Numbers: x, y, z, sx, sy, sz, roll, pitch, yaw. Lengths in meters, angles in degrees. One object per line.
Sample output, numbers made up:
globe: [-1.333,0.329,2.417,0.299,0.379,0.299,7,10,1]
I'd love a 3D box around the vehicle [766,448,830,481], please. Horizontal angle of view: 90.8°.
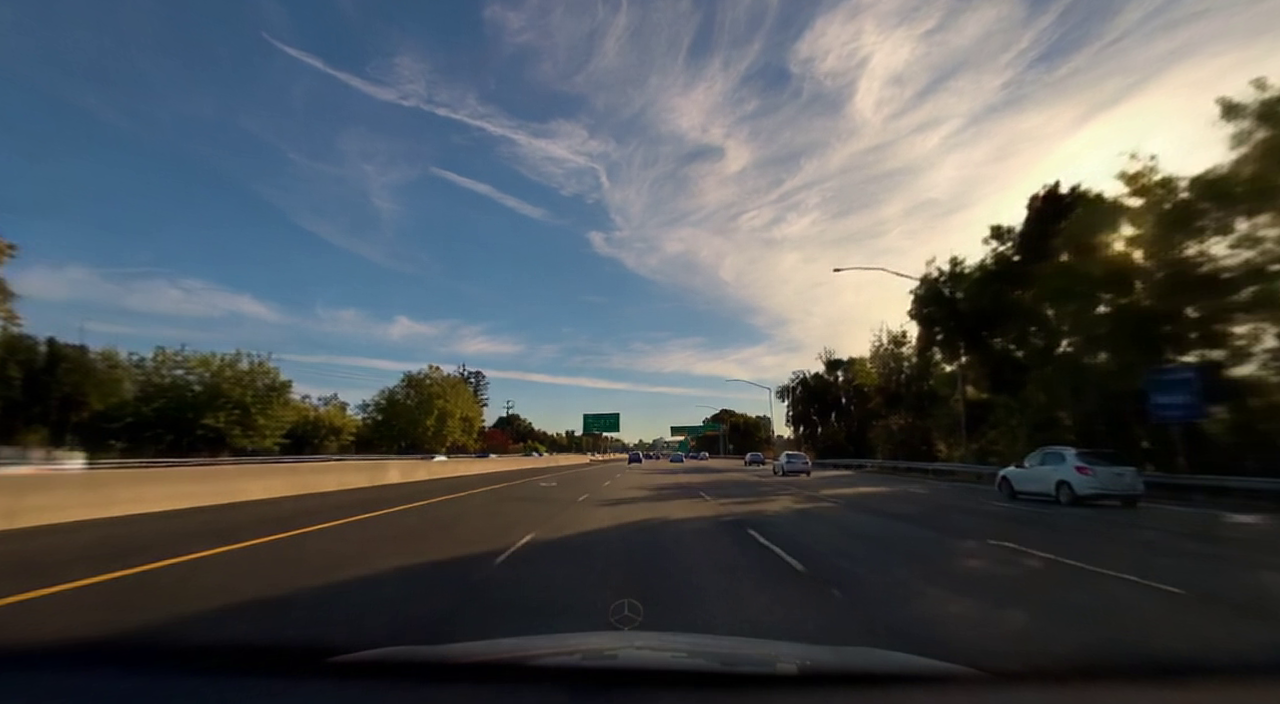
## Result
vehicle: [7.703,5.507,31.281,1.861,1.500,4.860,0,-9,0]

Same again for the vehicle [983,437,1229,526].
vehicle: [9.944,2.762,14.095,2.090,1.643,4.513,0,-9,2]
